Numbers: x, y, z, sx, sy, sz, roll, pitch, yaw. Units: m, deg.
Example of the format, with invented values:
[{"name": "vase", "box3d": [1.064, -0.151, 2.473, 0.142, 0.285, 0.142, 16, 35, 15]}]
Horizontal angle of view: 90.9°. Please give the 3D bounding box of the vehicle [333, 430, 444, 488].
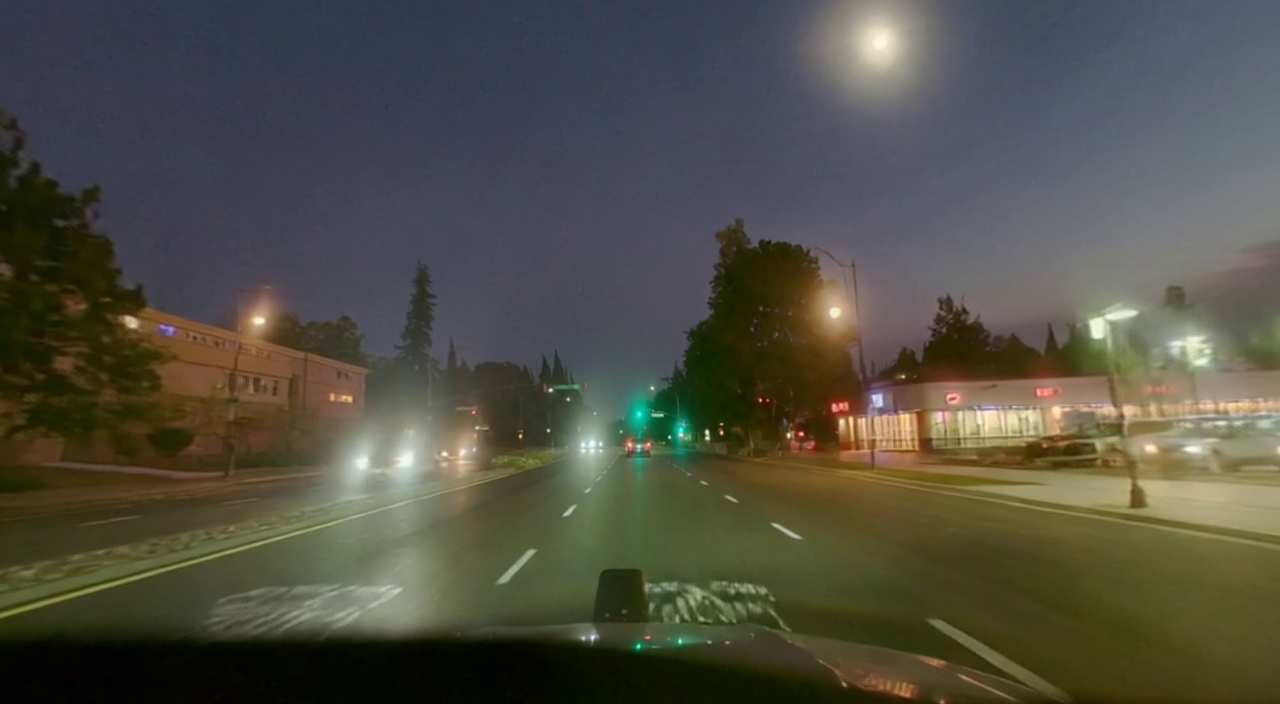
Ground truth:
[{"name": "vehicle", "box3d": [-8.695, 3.732, 22.331, 2.149, 1.793, 4.468, 0, -8, -1]}]
